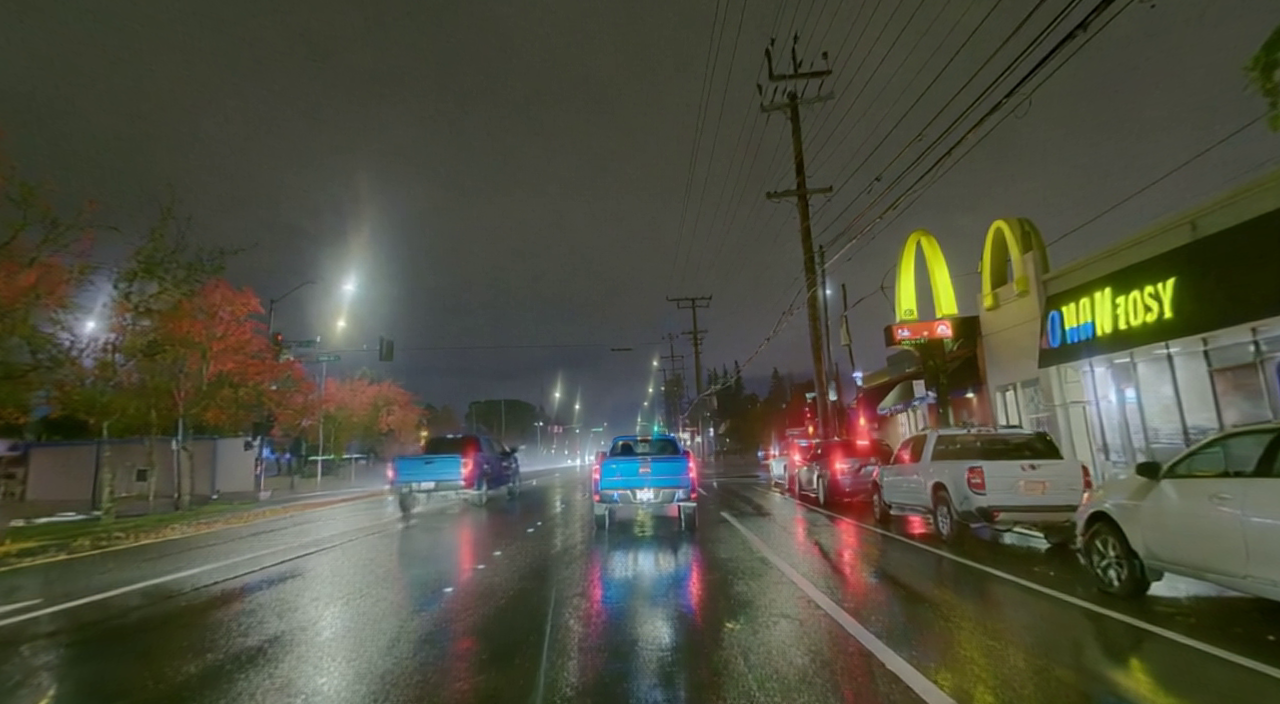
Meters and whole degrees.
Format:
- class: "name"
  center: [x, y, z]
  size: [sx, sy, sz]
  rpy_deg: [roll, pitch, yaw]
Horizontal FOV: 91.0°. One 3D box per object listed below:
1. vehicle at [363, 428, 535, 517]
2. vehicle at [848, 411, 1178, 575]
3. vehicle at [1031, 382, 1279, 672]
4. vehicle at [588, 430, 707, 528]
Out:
- class: "vehicle"
  center: [-4.308, 2.820, 15.322]
  size: [2.140, 1.768, 5.092]
  rpy_deg: [-1, -9, 6]
- class: "vehicle"
  center: [4.929, 1.923, 9.450]
  size: [2.007, 1.786, 4.870]
  rpy_deg: [0, -9, 1]
- class: "vehicle"
  center: [4.918, 1.084, 3.917]
  size: [2.014, 1.755, 4.520]
  rpy_deg: [0, -9, 0]
- class: "vehicle"
  center: [0.184, 2.590, 13.481]
  size: [2.089, 1.699, 4.650]
  rpy_deg: [0, -9, 1]
